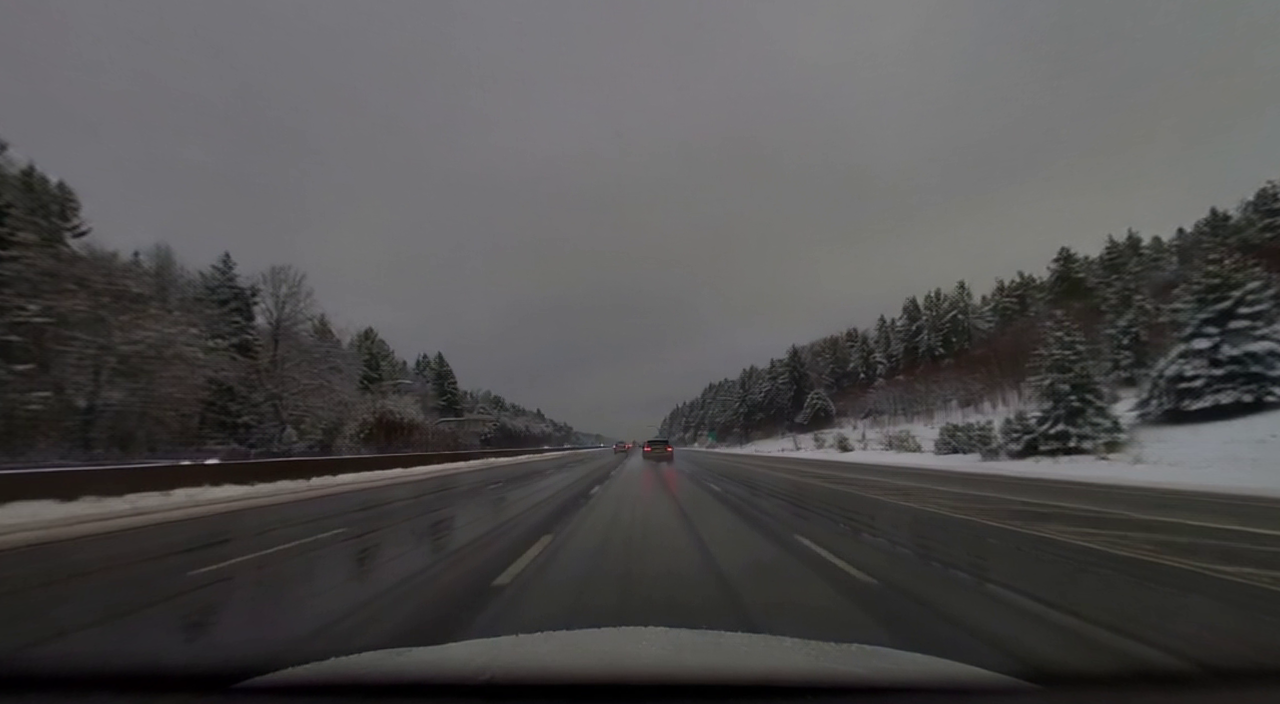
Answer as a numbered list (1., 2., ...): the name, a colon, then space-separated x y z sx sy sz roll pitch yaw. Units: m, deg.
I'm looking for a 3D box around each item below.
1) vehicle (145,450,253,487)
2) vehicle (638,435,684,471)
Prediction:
1. vehicle: -21.471 5.657 31.000 1.967 1.650 4.627 0 -8 0
2. vehicle: 1.038 5.395 33.840 2.260 1.766 4.348 0 -8 0
